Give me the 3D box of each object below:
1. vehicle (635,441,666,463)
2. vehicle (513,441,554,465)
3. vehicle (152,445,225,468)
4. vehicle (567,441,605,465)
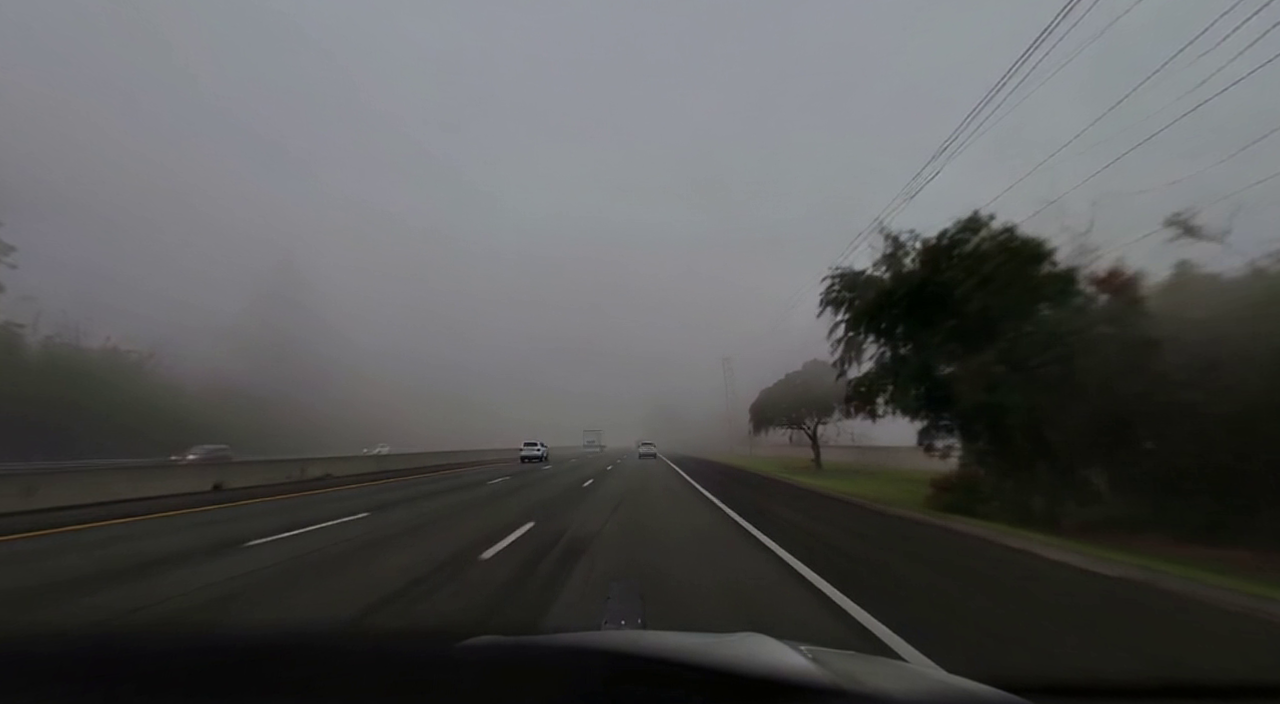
[{"bbox_3d":[0.727,7.035,44.221,2.057,1.453,3.926,0,-8,1],"label":"vehicle"},{"bbox_3d":[-7.059,6.700,41.940,1.936,1.497,4.251,0,-8,1],"label":"vehicle"},{"bbox_3d":[-34.633,8.002,48.350,2.022,1.650,4.937,0,-8,-1],"label":"vehicle"},{"bbox_3d":[-3.481,6.592,41.201,2.046,1.478,4.111,0,-8,1],"label":"vehicle"}]
